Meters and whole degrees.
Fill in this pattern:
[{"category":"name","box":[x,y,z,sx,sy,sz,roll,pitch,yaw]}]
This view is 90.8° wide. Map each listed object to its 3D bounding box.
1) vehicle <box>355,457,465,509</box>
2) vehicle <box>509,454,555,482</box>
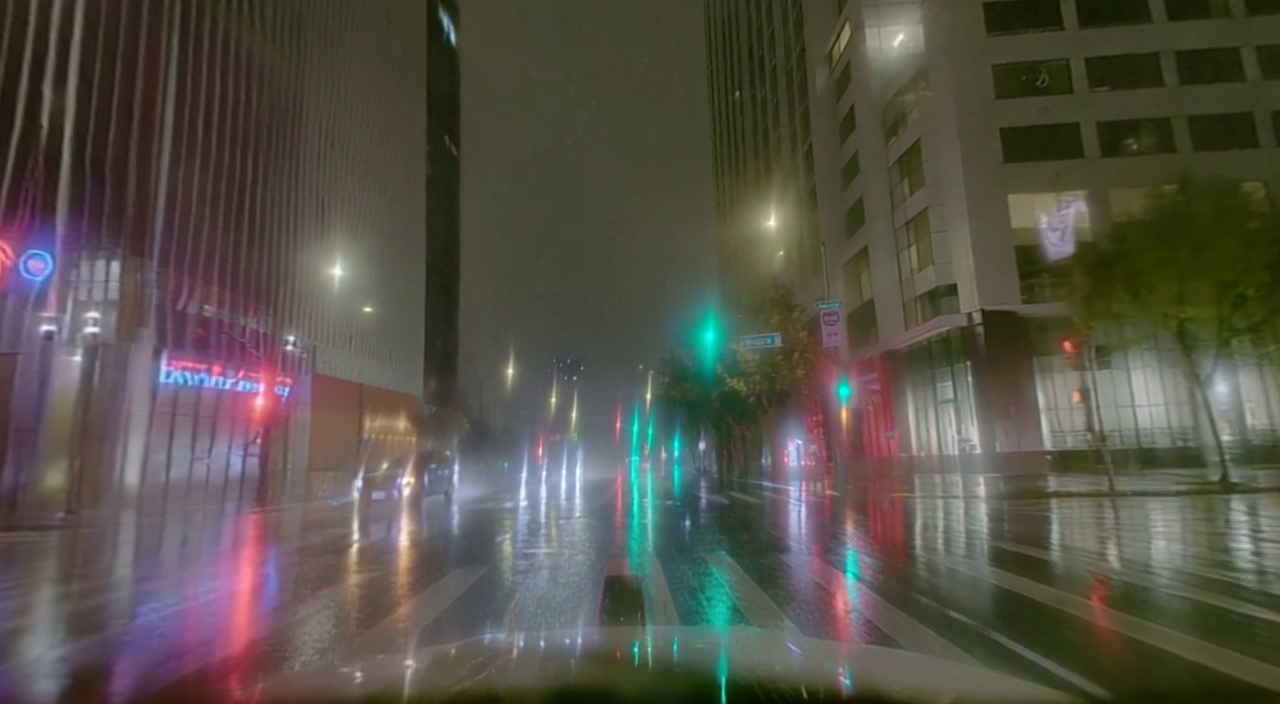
[{"category":"vehicle","box":[-7.417,4.243,20.891,1.893,1.451,4.276,0,-9,2]},{"category":"vehicle","box":[-6.535,7.076,38.685,1.897,1.537,3.770,-1,-9,4]}]
